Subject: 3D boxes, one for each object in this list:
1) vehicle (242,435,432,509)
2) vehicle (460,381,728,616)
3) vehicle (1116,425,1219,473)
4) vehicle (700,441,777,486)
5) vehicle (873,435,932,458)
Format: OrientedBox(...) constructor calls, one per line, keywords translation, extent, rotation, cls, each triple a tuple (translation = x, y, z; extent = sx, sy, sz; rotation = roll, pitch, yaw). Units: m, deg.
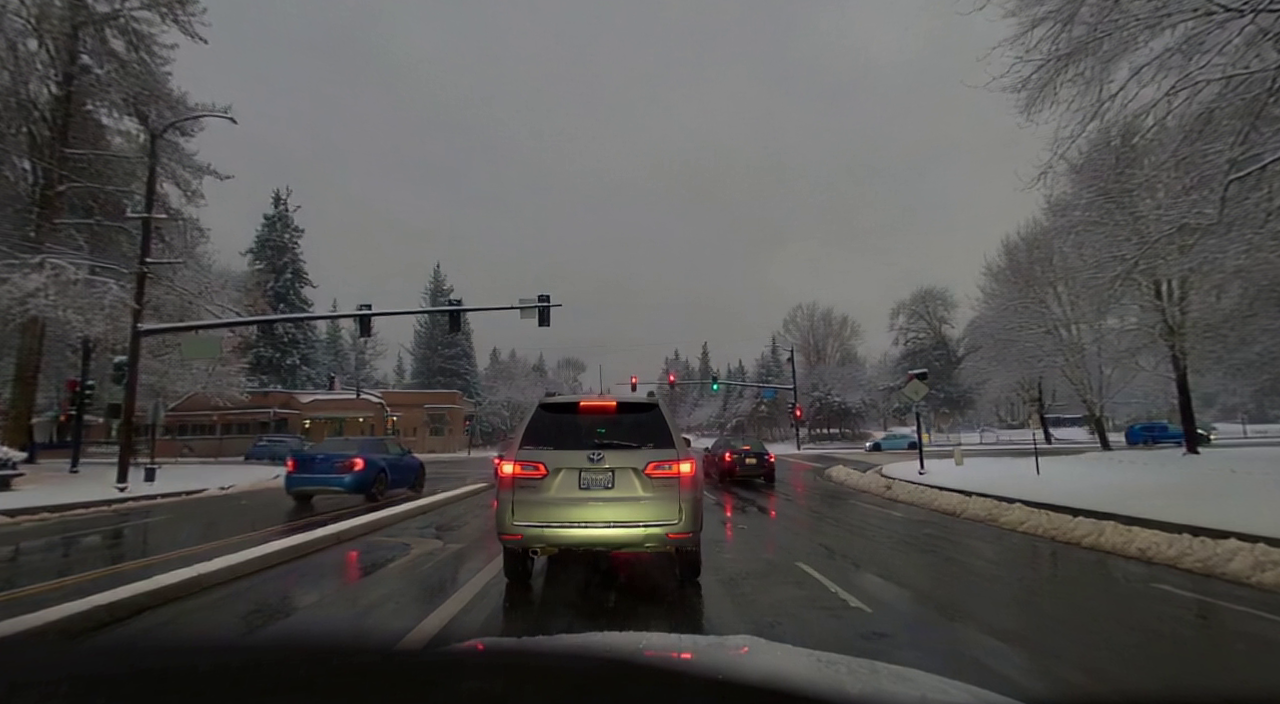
OrientedBox(translation=(-6.954, 2.791, 15.266), extent=(2.060, 1.473, 4.950), rotation=(0, -8, 1), cls="vehicle")
OrientedBox(translation=(-0.348, 1.446, 7.102), extent=(2.064, 1.817, 4.298), rotation=(0, -8, 0), cls="vehicle")
OrientedBox(translation=(19.234, 3.516, 22.931), extent=(4.215, 1.578, 1.892), rotation=(7, -11, -37), cls="vehicle")
OrientedBox(translation=(3.360, 3.899, 22.385), extent=(2.104, 1.441, 4.240), rotation=(0, -8, 1), cls="vehicle")
OrientedBox(translation=(19.985, 7.208, 47.917), extent=(4.361, 1.653, 2.034), rotation=(6, -10, -35), cls="vehicle")
